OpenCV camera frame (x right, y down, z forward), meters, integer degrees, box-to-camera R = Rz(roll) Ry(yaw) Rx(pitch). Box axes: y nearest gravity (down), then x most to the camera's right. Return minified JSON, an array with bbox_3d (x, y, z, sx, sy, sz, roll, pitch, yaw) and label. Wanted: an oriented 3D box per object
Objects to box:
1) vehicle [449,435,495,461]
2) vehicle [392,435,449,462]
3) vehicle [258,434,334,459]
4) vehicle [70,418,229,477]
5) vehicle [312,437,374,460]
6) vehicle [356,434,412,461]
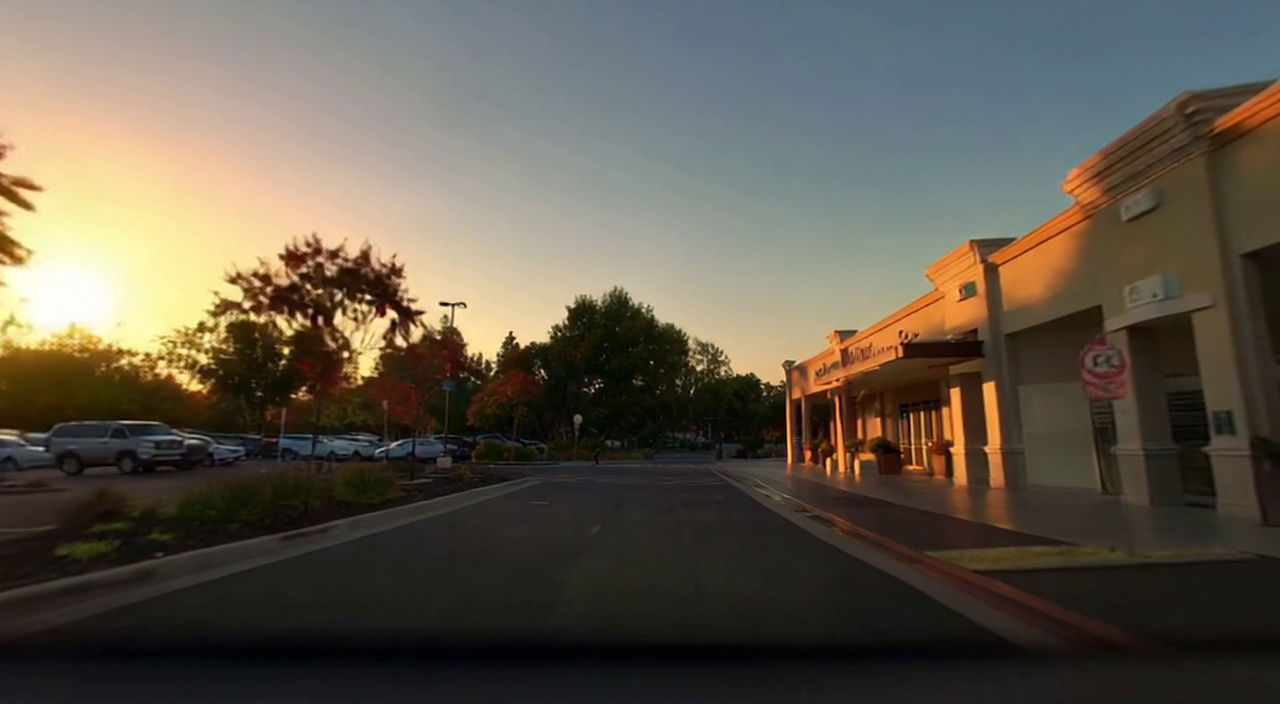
[{"bbox_3d":[-11.085,6.387,41.993,1.892,1.597,4.259,0,-8,0],"label":"vehicle"},{"bbox_3d":[-14.258,6.296,41.345,1.928,1.613,4.197,-1,-8,5],"label":"vehicle"},{"bbox_3d":[-22.546,6.229,41.550,1.773,1.498,4.085,0,-9,20],"label":"vehicle"},{"bbox_3d":[-17.769,3.508,23.238,1.972,1.923,4.535,-1,-8,3],"label":"vehicle"},{"bbox_3d":[-19.500,6.350,41.619,1.909,1.474,3.908,-1,-8,5],"label":"vehicle"},{"bbox_3d":[-16.760,6.258,41.506,1.902,1.645,3.903,0,-8,2],"label":"vehicle"}]
